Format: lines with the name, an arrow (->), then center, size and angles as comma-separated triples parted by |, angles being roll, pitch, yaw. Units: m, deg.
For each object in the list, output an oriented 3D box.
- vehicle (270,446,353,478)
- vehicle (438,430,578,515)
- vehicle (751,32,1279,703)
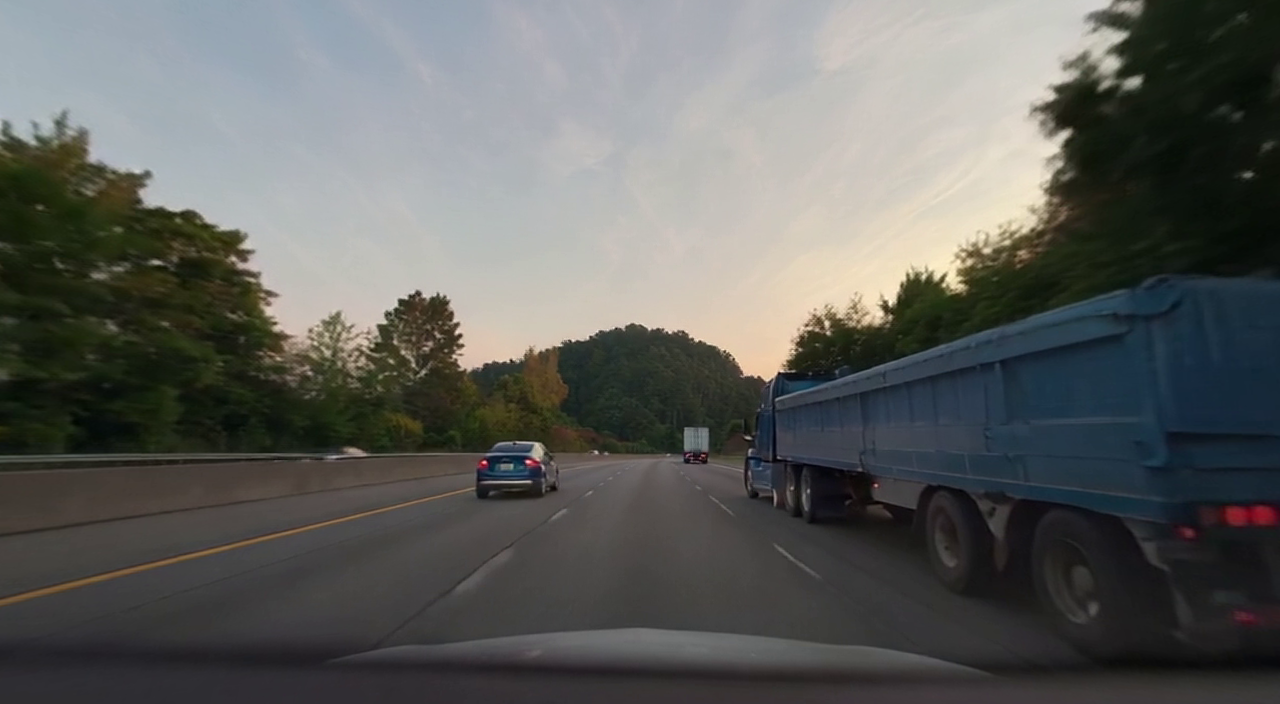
vehicle -> -16.743, 5.619, 32.459 | 1.879, 1.493, 4.452 | 0, -9, 0
vehicle -> -2.874, 2.772, 14.938 | 2.297, 1.683, 4.385 | 0, -9, 1
vehicle -> 4.338, 1.210, 8.966 | 2.868, 3.427, 14.032 | 0, -9, 0
